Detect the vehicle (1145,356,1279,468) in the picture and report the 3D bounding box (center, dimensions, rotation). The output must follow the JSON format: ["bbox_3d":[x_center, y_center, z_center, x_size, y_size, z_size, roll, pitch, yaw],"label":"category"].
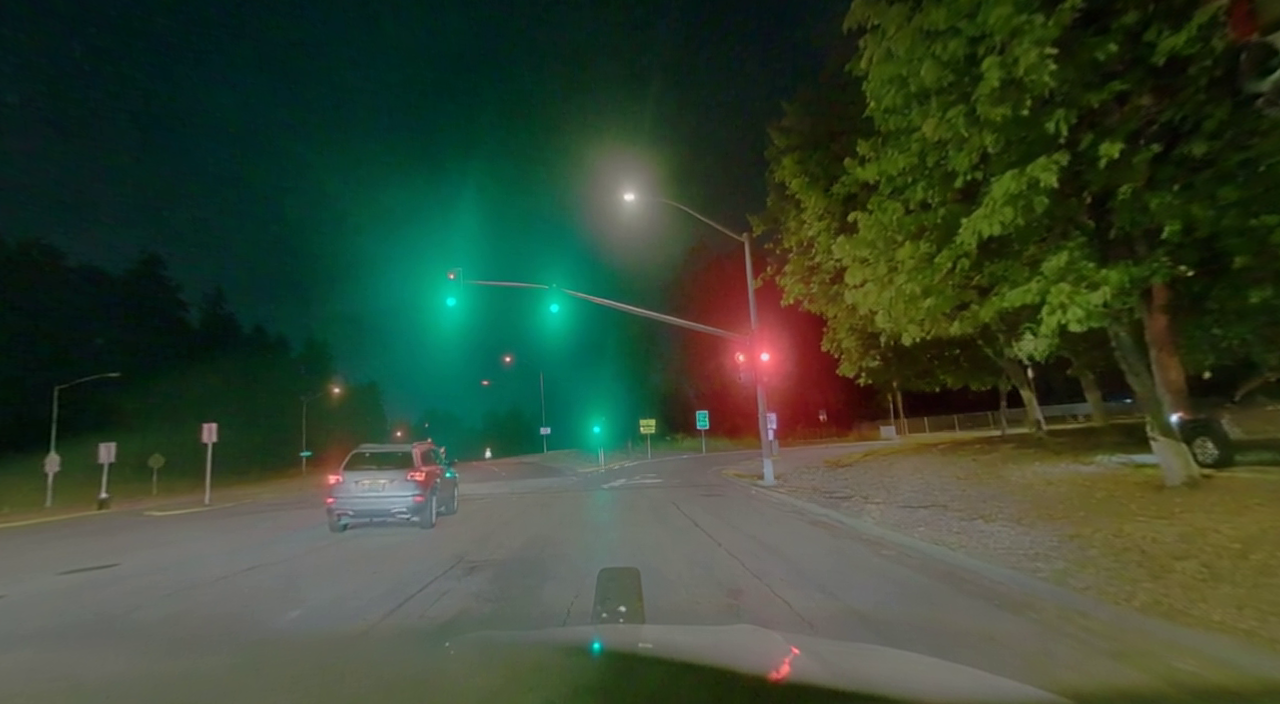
[{"bbox_3d":[10.607,0.916,9.933,1.855,1.669,4.529,-5,-9,6],"label":"vehicle"}]

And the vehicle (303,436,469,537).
[{"bbox_3d":[-4.992,2.666,13.236,2.134,1.707,4.471,1,-9,-8],"label":"vehicle"}]
